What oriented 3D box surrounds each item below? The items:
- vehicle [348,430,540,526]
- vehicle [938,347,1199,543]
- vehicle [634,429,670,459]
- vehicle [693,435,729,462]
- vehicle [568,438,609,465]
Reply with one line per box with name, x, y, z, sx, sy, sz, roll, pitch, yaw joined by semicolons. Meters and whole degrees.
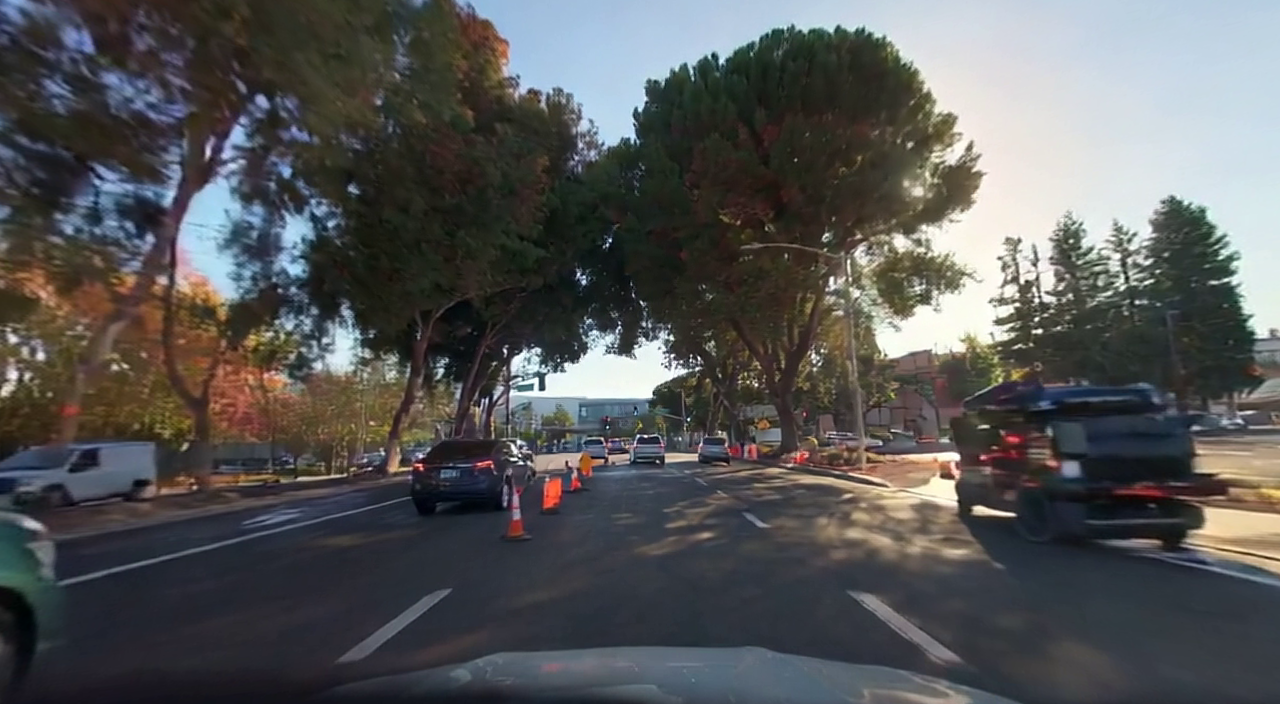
vehicle;-3.456;2.323;12.263;2.107;1.482;4.674;0;-8;2
vehicle;6.619;1.462;10.211;1.910;2.539;2.846;-6;-7;1
vehicle;0.887;6.765;46.176;2.505;2.084;4.768;0;-8;1
vehicle;4.502;6.184;40.432;1.984;1.659;4.226;0;-8;2
vehicle;-2.988;5.912;37.559;1.998;1.481;4.656;0;-8;1
